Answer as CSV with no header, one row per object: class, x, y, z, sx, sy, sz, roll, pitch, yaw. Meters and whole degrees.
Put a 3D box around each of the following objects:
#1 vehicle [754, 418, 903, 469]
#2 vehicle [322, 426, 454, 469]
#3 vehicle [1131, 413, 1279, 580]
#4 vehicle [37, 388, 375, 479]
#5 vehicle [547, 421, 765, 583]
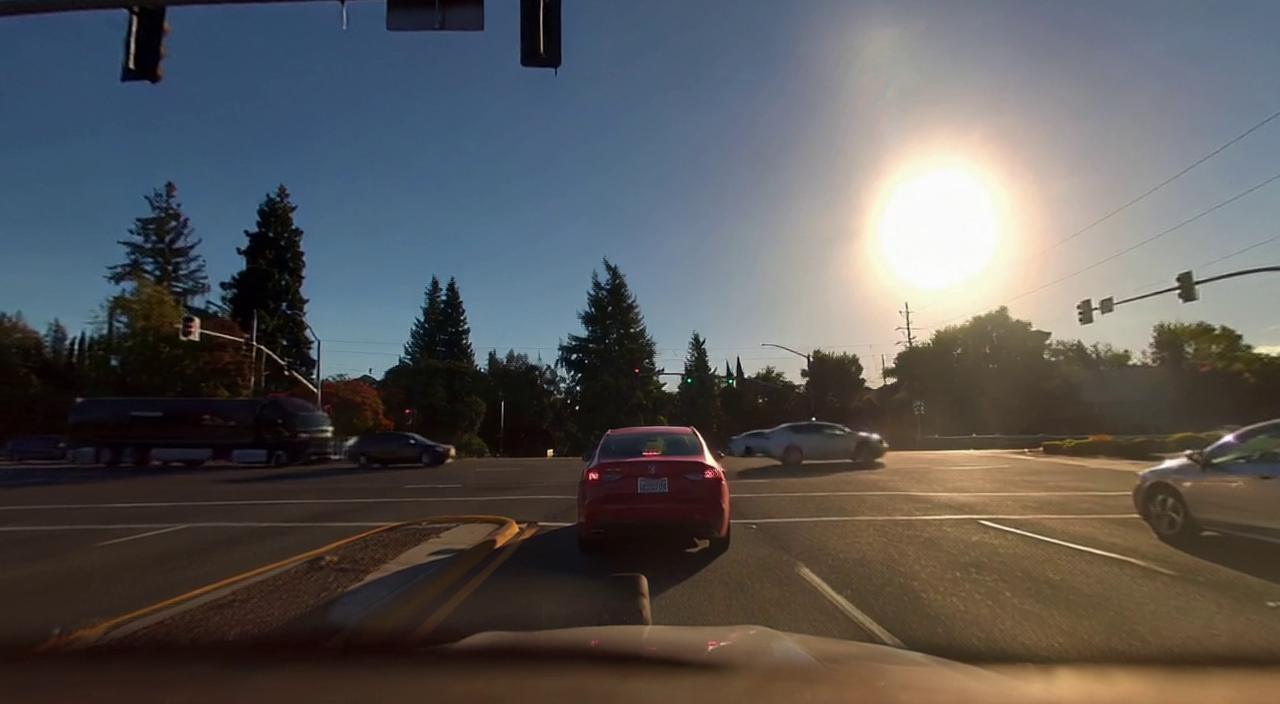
vehicle,6.932,3.434,23.652,4.921,1.757,2.036,0,-8,1
vehicle,-10.833,4.138,27.362,4.833,1.784,2.027,0,-8,1
vehicle,7.070,1.316,5.613,1.901,1.577,4.348,0,-8,1
vehicle,-15.925,3.102,23.749,10.544,3.126,2.909,-1,-8,1
vehicle,0.108,1.689,7.882,2.041,1.485,3.813,0,-8,-1
